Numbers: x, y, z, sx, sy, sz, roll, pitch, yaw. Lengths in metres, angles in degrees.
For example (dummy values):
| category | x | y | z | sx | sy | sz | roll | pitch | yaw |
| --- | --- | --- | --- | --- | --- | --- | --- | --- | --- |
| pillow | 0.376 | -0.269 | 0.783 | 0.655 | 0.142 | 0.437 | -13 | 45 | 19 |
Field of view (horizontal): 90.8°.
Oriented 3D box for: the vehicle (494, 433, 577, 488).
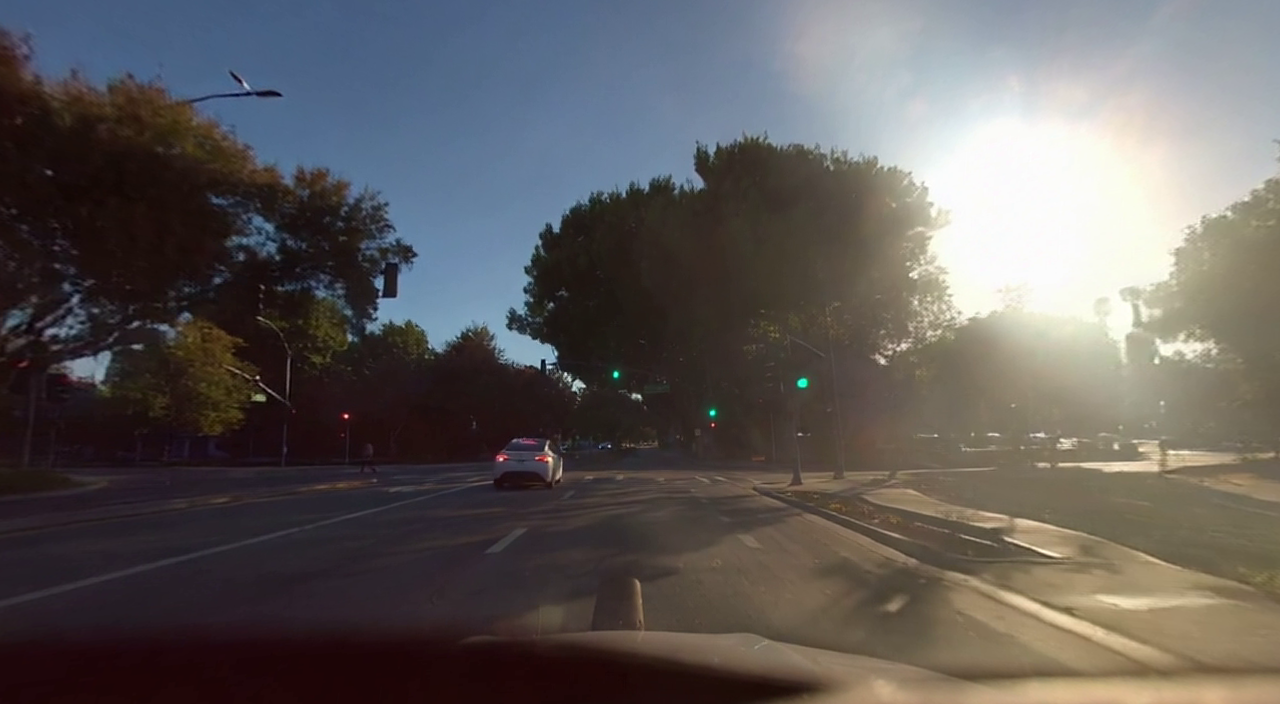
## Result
| category | x | y | z | sx | sy | sz | roll | pitch | yaw |
| --- | --- | --- | --- | --- | --- | --- | --- | --- | --- |
| vehicle | -3.339 | 3.576 | 21.129 | 2.076 | 1.599 | 4.483 | 0 | -9 | -1 |
